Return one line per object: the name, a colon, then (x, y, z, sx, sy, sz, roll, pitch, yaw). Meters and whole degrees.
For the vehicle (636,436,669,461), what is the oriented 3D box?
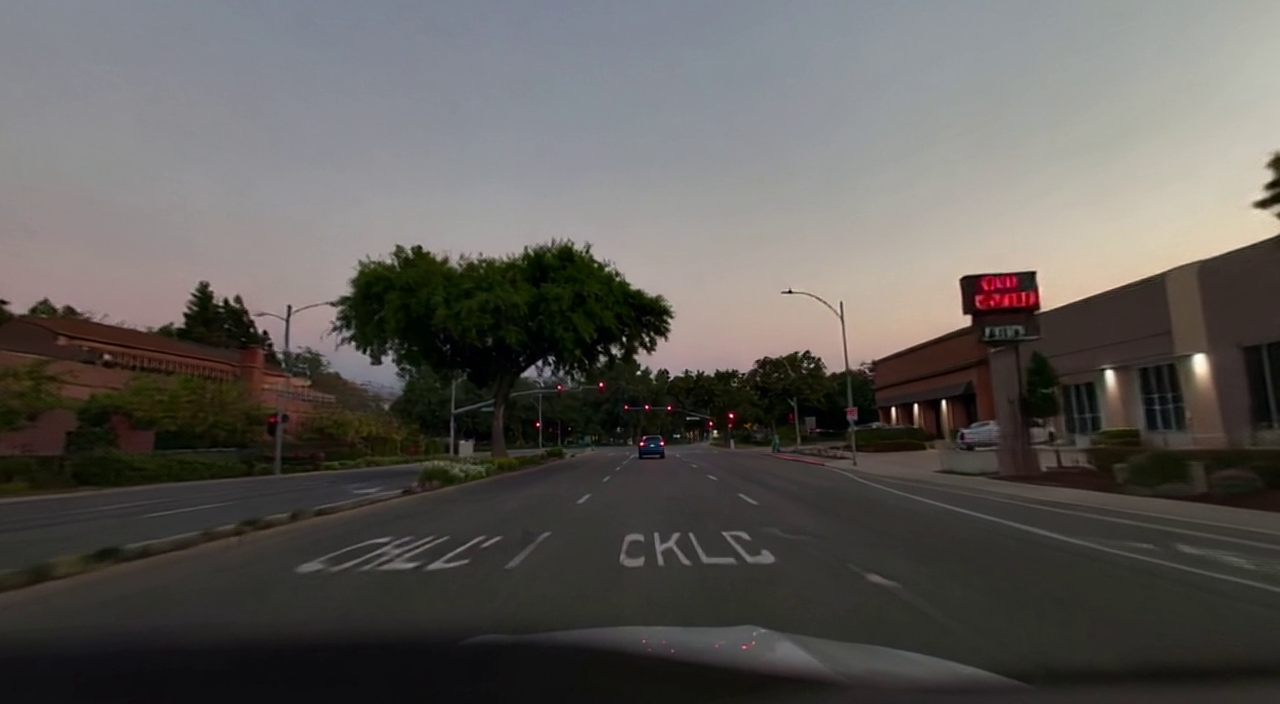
vehicle: (0.743, 6.200, 40.533, 2.028, 1.478, 4.545, 0, -8, 0)

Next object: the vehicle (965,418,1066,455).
vehicle: (23.833, 5.445, 40.481, 2.647, 2.185, 6.556, -1, -8, 2)
